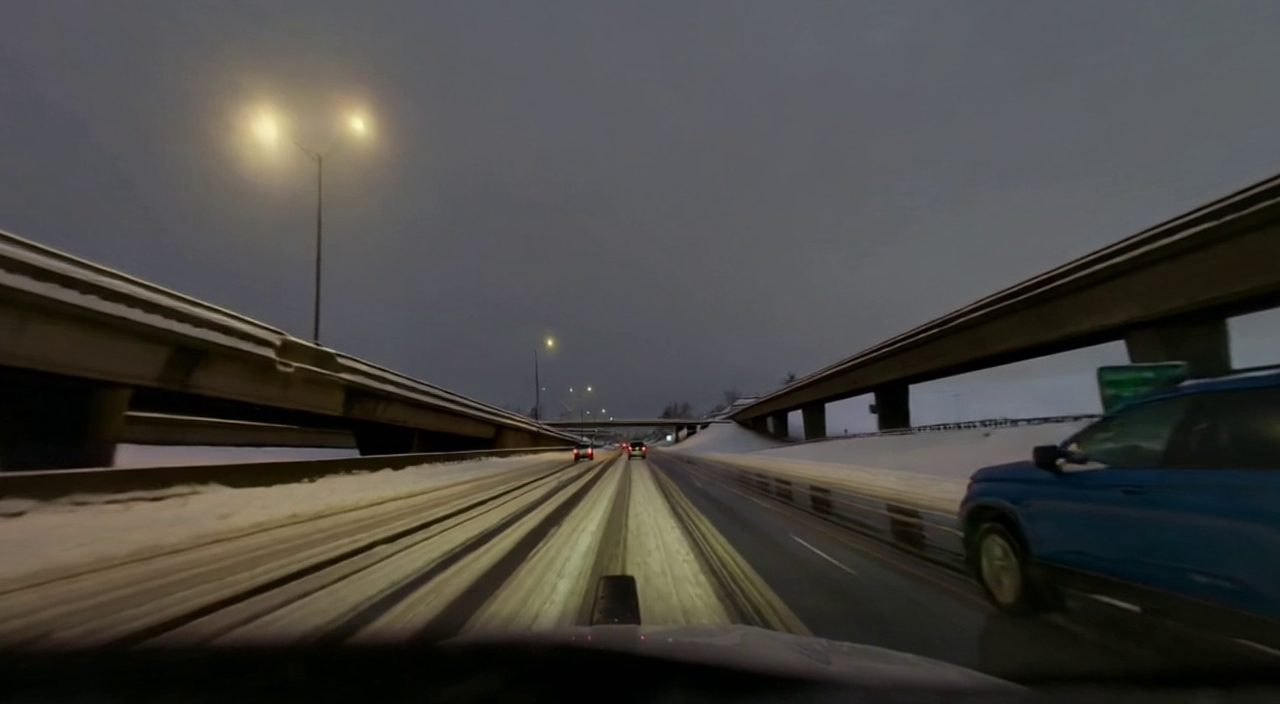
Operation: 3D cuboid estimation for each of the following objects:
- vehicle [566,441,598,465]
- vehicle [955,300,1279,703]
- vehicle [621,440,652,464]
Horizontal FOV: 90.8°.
[{"bbox_3d":[-4.156,7.305,45.939,2.000,1.646,4.201,0,-8,-1],"label":"vehicle"},{"bbox_3d":[3.706,0.730,2.596,2.288,1.841,4.779,0,-8,-1],"label":"vehicle"},{"bbox_3d":[-0.277,7.313,46.325,2.132,1.657,3.967,0,-8,-1],"label":"vehicle"}]
